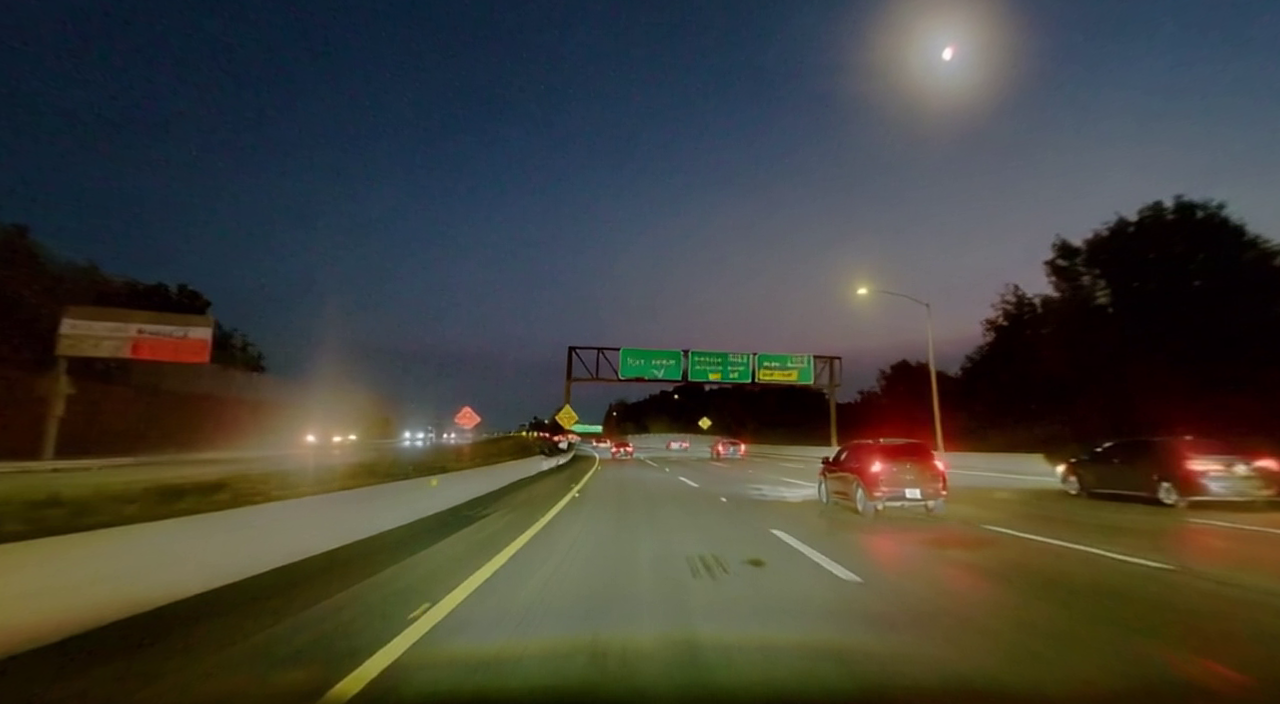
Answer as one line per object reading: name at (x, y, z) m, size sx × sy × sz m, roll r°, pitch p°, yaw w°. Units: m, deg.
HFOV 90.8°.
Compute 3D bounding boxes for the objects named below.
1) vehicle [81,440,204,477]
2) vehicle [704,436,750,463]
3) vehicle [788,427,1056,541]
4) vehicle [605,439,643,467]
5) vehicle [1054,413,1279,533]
vehicle at (-22.936, 4.922, 29.461) m, size 2.035 × 1.565 × 5.011 m, roll 1°, pitch -9°, yaw -6°
vehicle at (5.460, 6.190, 40.122) m, size 2.094 × 1.652 × 3.955 m, roll 1°, pitch -9°, yaw -5°
vehicle at (4.328, 2.122, 10.826) m, size 2.196 × 1.494 × 4.735 m, roll 1°, pitch -9°, yaw -3°
vehicle at (-1.020, 6.023, 37.746) m, size 2.090 × 1.510 × 4.280 m, roll 1°, pitch -9°, yaw -4°
vehicle at (9.585, 1.934, 10.466) m, size 2.056 × 1.609 × 4.761 m, roll 0°, pitch -9°, yaw -2°
